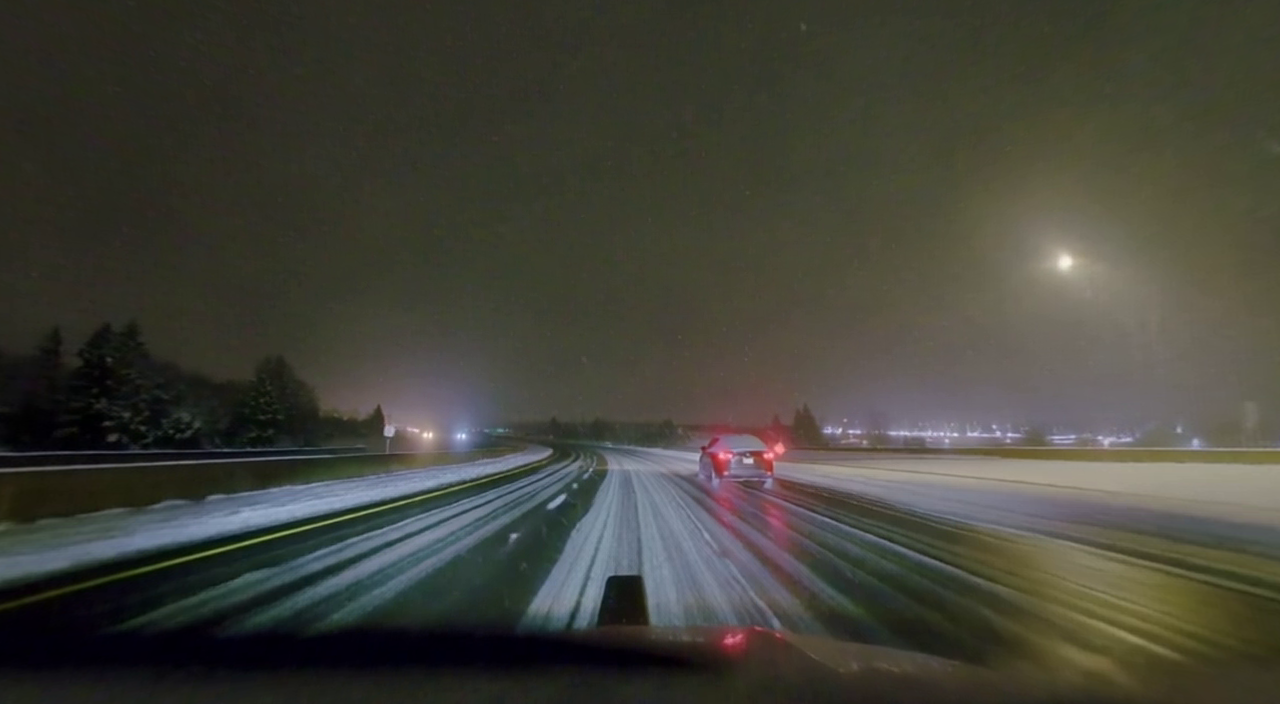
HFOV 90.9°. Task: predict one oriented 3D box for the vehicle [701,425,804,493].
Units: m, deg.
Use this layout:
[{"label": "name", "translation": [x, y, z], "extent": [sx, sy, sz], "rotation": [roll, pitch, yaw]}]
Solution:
[{"label": "vehicle", "translation": [3.069, 3.033, 18.204], "extent": [2.059, 1.715, 4.192], "rotation": [0, -8, -2]}]
